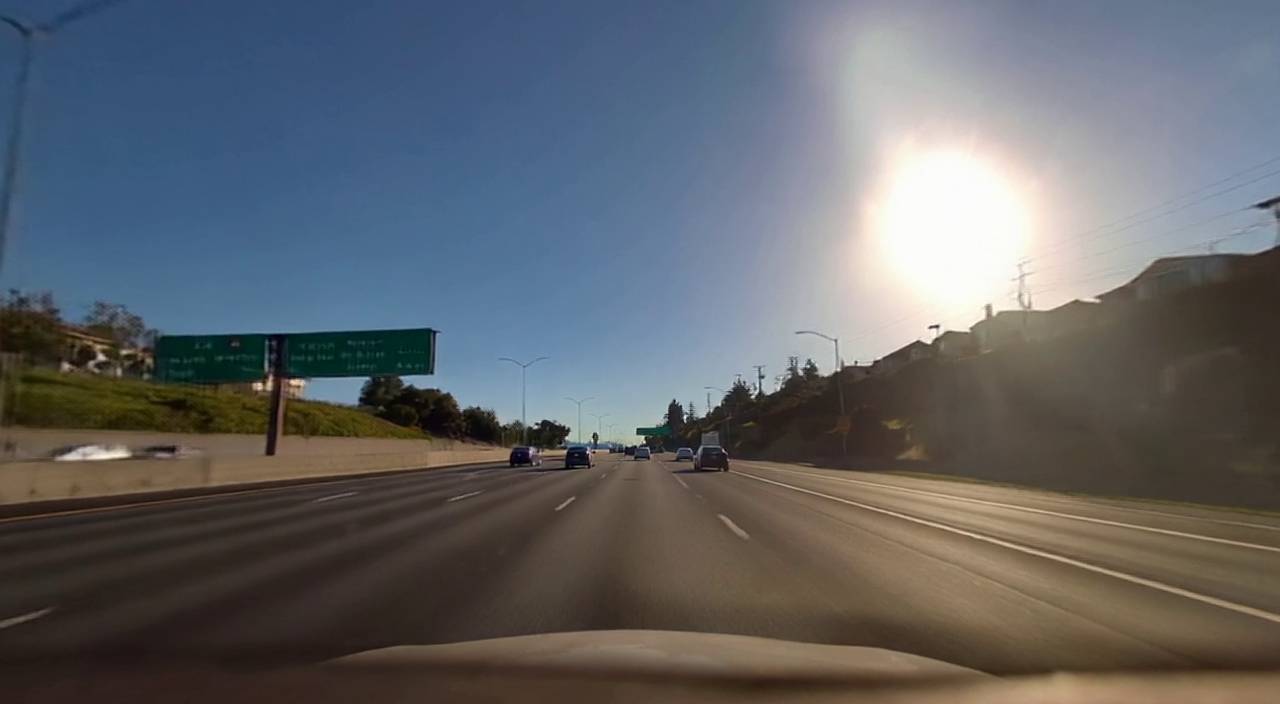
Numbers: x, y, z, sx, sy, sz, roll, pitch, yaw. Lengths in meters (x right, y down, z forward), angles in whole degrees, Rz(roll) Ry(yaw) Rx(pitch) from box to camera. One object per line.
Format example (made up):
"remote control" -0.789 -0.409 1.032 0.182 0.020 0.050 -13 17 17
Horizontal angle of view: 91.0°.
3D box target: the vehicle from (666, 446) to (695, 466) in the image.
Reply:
"vehicle" 3.167 8.205 49.959 2.036 1.517 4.256 0 -9 0

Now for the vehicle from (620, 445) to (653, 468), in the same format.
"vehicle" -0.218 7.189 43.568 2.166 1.496 4.158 0 -8 0

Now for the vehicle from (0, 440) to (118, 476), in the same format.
"vehicle" -30.156 5.453 32.739 1.906 1.695 4.696 0 -9 0

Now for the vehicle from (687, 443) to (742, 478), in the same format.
"vehicle" 3.481 5.178 30.311 2.077 1.527 4.553 0 -9 0

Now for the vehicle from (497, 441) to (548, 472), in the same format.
"vehicle" -6.943 6.194 37.661 2.112 1.721 4.381 0 -8 1

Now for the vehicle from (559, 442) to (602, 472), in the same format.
"vehicle" -3.450 6.164 37.226 2.091 1.664 4.157 0 -8 0
